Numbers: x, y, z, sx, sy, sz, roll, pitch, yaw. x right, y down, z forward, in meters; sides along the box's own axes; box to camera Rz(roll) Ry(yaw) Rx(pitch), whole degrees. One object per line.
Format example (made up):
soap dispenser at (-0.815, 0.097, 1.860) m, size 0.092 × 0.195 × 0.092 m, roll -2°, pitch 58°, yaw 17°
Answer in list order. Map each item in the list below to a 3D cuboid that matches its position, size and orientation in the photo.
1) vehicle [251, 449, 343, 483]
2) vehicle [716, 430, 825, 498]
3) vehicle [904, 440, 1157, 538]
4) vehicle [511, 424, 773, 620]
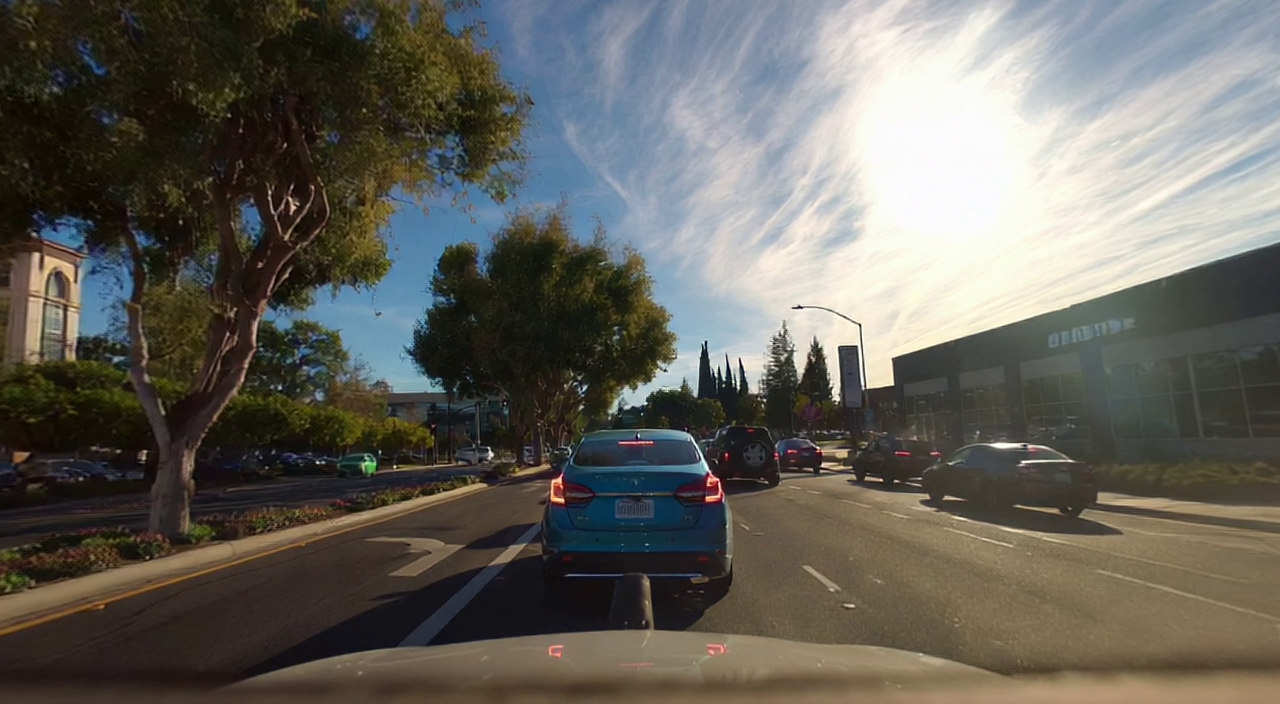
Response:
vehicle at (-18.817, 6.196, 34.551) m, size 4.428 × 1.743 × 2.163 m, roll -4°, pitch -9°, yaw 27°
vehicle at (3.617, 3.206, 18.461) m, size 2.114 × 1.736 × 4.553 m, roll 0°, pitch -8°, yaw -1°
vehicle at (6.842, 2.397, 11.788) m, size 1.911 × 1.468 × 4.417 m, roll 0°, pitch -8°, yaw 0°
vehicle at (-0.016, 1.608, 7.019) m, size 1.977 × 1.465 × 4.376 m, roll 0°, pitch -8°, yaw -1°
